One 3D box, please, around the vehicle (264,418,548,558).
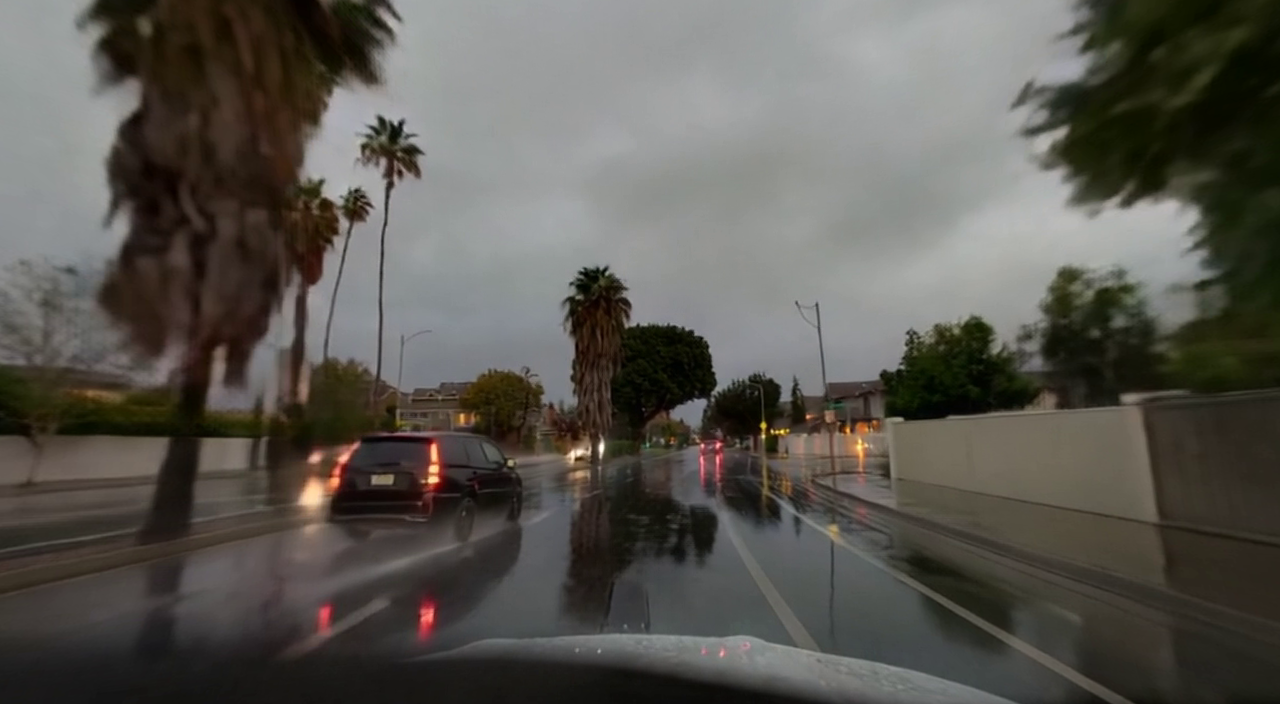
[{"bbox_3d":[-2.932,1.850,9.325,2.075,1.498,4.730,-1,-9,5],"label":"vehicle"}]
